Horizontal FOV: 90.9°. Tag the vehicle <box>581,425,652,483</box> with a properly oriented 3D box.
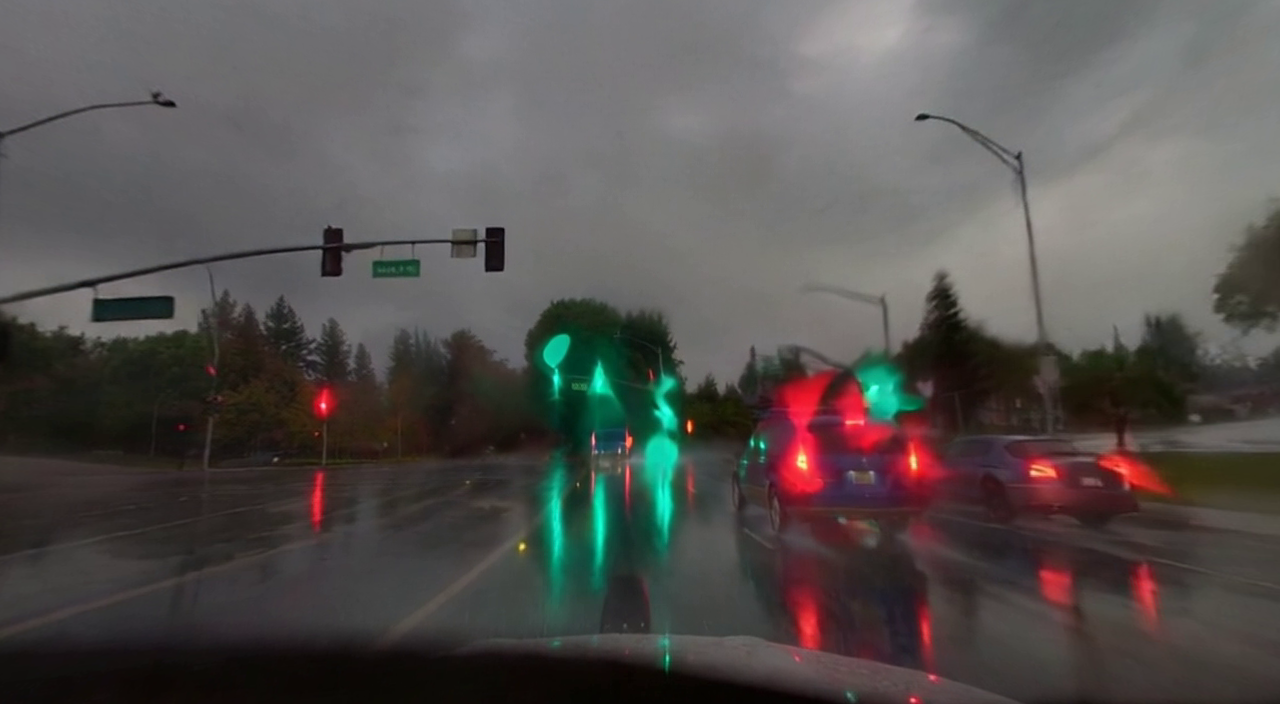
[{"bbox_3d":[-0.953,3.591,22.458,2.185,1.822,4.583,1,-9,-6],"label":"vehicle"}]

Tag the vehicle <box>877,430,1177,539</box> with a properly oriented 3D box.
[{"bbox_3d":[6.286,2.201,11.198,2.124,1.474,4.880,0,-9,-2],"label":"vehicle"}]

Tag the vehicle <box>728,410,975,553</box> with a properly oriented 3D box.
[{"bbox_3d":[2.876,1.889,9.915,2.024,1.686,4.588,0,-9,-4],"label":"vehicle"}]
